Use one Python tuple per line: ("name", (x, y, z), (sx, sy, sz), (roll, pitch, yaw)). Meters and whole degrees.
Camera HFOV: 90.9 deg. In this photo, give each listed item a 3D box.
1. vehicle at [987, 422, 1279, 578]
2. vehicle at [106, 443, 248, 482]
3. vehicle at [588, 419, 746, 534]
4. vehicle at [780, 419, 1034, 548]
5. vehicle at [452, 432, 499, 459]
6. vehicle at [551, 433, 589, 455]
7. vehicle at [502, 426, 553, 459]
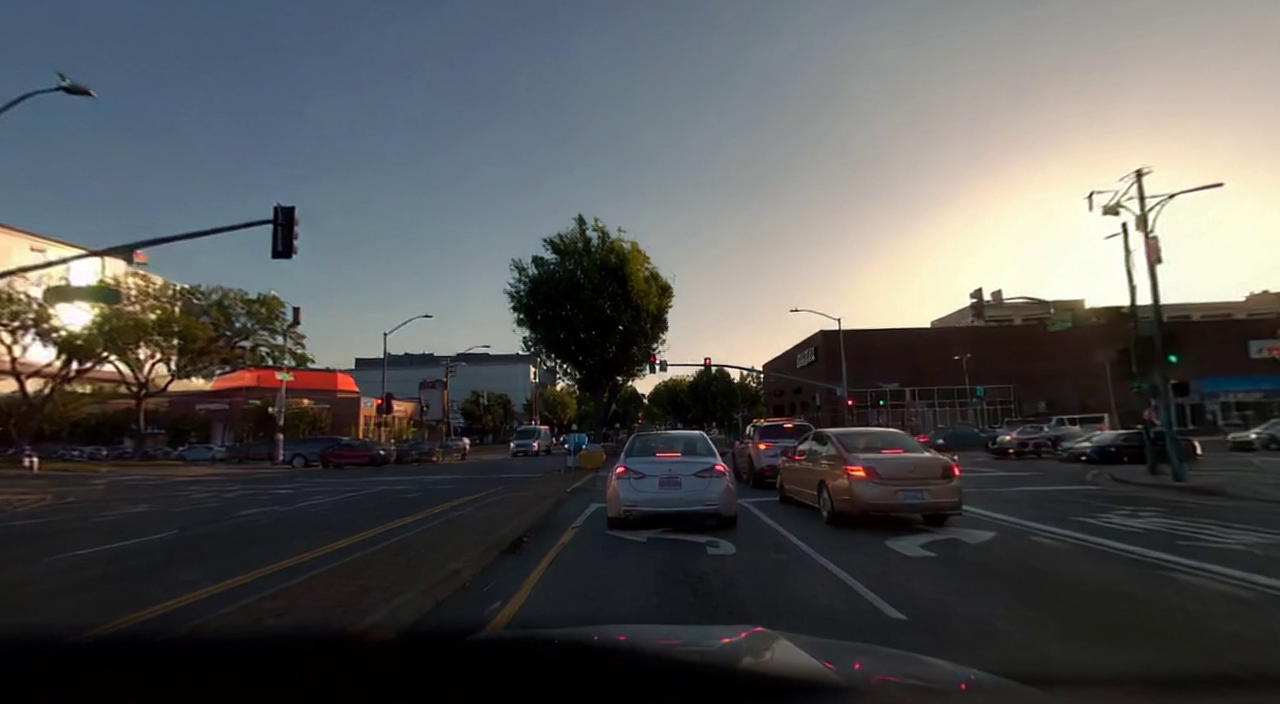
("vehicle", (6.813, 1.717, 8.204), (2.059, 1.458, 4.395), (0, -8, 0))
("vehicle", (-21.670, 5.155, 29.735), (4.833, 1.701, 2.077), (2, -8, -12))
("vehicle", (0.316, 1.924, 10.288), (2.073, 1.496, 3.892), (0, -8, -1))
("vehicle", (3.605, 1.857, 9.606), (1.883, 1.480, 4.489), (0, -8, 0))
("vehicle", (-11.807, 6.719, 45.502), (2.122, 1.829, 4.559), (0, -8, 0))
("vehicle", (-5.076, 6.795, 46.542), (2.200, 1.480, 4.292), (0, -8, 2))
("vehicle", (-8.493, 6.836, 48.205), (2.710, 2.022, 5.889), (-3, -5, 0))
